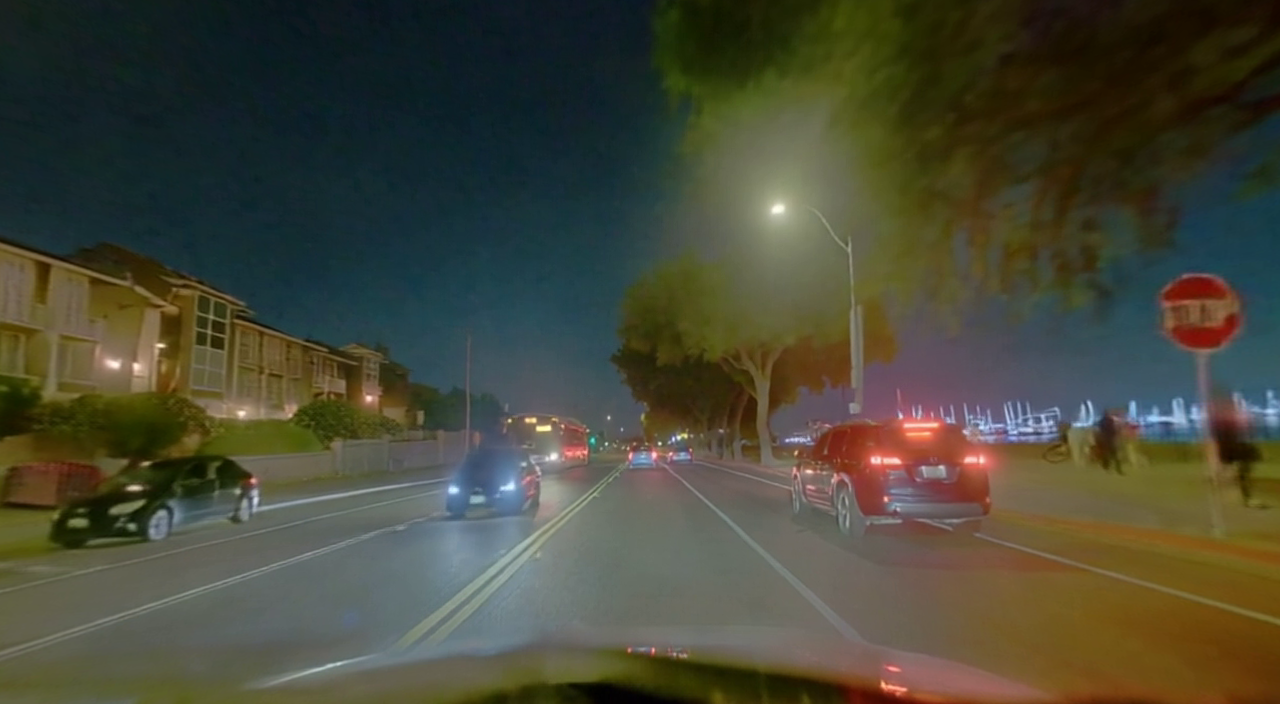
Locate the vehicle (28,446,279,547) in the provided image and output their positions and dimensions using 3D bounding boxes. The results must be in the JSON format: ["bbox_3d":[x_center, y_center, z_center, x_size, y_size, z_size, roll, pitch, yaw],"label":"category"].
[{"bbox_3d":[-10.784,3.150,14.604,2.107,1.868,4.690,-1,-8,-1],"label":"vehicle"}]

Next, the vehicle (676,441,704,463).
[{"bbox_3d":[3.895,7.873,49.908,1.876,1.626,3.851,-1,-8,-1],"label":"vehicle"}]

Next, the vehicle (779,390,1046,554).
[{"bbox_3d":[3.557,1.667,9.361,2.000,1.809,4.405,-1,-8,1],"label":"vehicle"}]

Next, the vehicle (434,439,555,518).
[{"bbox_3d":[-3.284,2.907,15.116,1.893,1.583,4.107,-1,-8,1],"label":"vehicle"}]

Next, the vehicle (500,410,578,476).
[{"bbox_3d":[-5.972,5.638,39.135,3.102,3.524,9.830,-1,-8,1],"label":"vehicle"}]

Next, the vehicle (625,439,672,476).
[{"bbox_3d":[0.359,5.102,30.798,2.132,1.632,3.838,-1,-8,-1],"label":"vehicle"}]
